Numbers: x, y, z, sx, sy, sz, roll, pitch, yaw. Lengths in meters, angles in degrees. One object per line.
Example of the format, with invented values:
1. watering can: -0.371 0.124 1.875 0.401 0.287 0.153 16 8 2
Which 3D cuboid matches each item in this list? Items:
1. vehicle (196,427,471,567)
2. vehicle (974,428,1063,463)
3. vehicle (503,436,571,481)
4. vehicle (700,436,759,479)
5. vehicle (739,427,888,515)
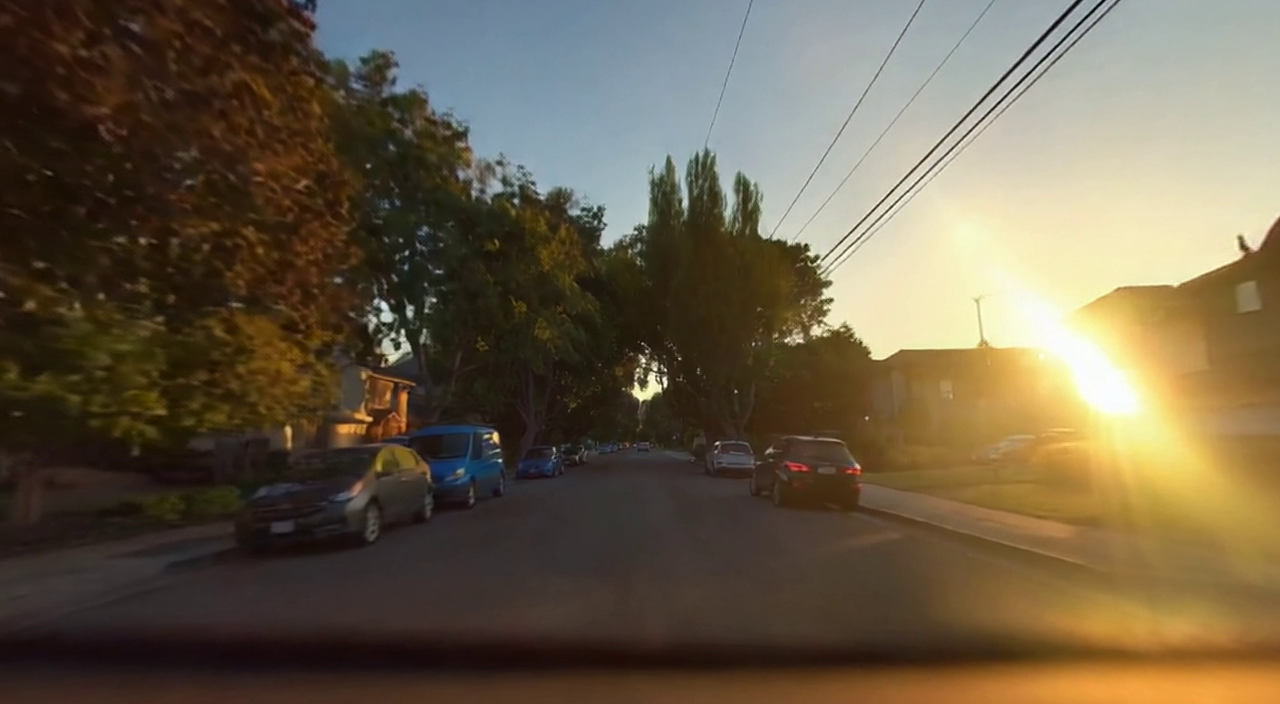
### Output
1. vehicle: -4.540 2.140 10.441 2.116 1.659 4.832 -3 -7 1
2. vehicle: 19.380 4.819 32.562 2.086 1.658 4.154 0 -9 2
3. vehicle: -4.324 4.541 27.135 2.157 1.736 4.104 -1 -9 1
4. vehicle: 4.008 4.822 29.119 2.173 1.806 4.701 0 -8 2
5. vehicle: 4.122 2.937 16.280 2.152 1.810 5.846 0 -8 0
